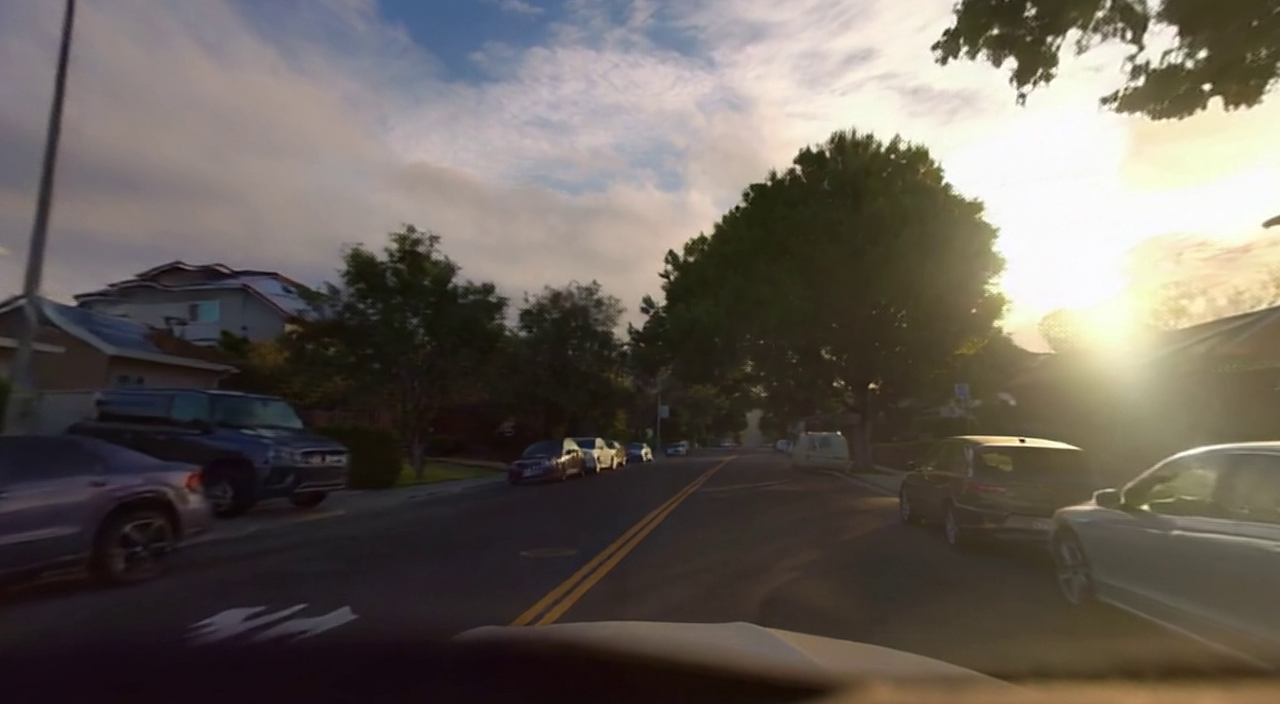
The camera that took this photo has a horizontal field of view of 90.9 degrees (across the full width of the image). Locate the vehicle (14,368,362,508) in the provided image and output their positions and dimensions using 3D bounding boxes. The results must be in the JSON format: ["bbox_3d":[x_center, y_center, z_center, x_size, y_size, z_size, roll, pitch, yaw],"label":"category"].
[{"bbox_3d":[-8.595,1.656,12.323,5.210,2.370,2.336,-1,-7,9],"label":"vehicle"}]

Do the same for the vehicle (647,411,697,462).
[{"bbox_3d":[2.651,6.643,49.508,2.896,3.648,8.004,-1,-8,10],"label":"vehicle"}]

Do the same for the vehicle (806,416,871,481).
[{"bbox_3d":[8.484,4.131,27.330,2.215,2.542,4.550,-1,-8,12],"label":"vehicle"}]

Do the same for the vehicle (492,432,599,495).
[{"bbox_3d":[-2.785,3.389,19.759,1.901,1.472,4.676,-5,-6,9],"label":"vehicle"}]

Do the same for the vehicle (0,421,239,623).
[{"bbox_3d":[-5.547,1.260,4.499,1.848,1.406,4.601,-3,-6,10],"label":"vehicle"}]

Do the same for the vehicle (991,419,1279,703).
[{"bbox_3d":[3.755,1.101,3.208,1.969,1.478,4.632,-1,-8,10],"label":"vehicle"}]
